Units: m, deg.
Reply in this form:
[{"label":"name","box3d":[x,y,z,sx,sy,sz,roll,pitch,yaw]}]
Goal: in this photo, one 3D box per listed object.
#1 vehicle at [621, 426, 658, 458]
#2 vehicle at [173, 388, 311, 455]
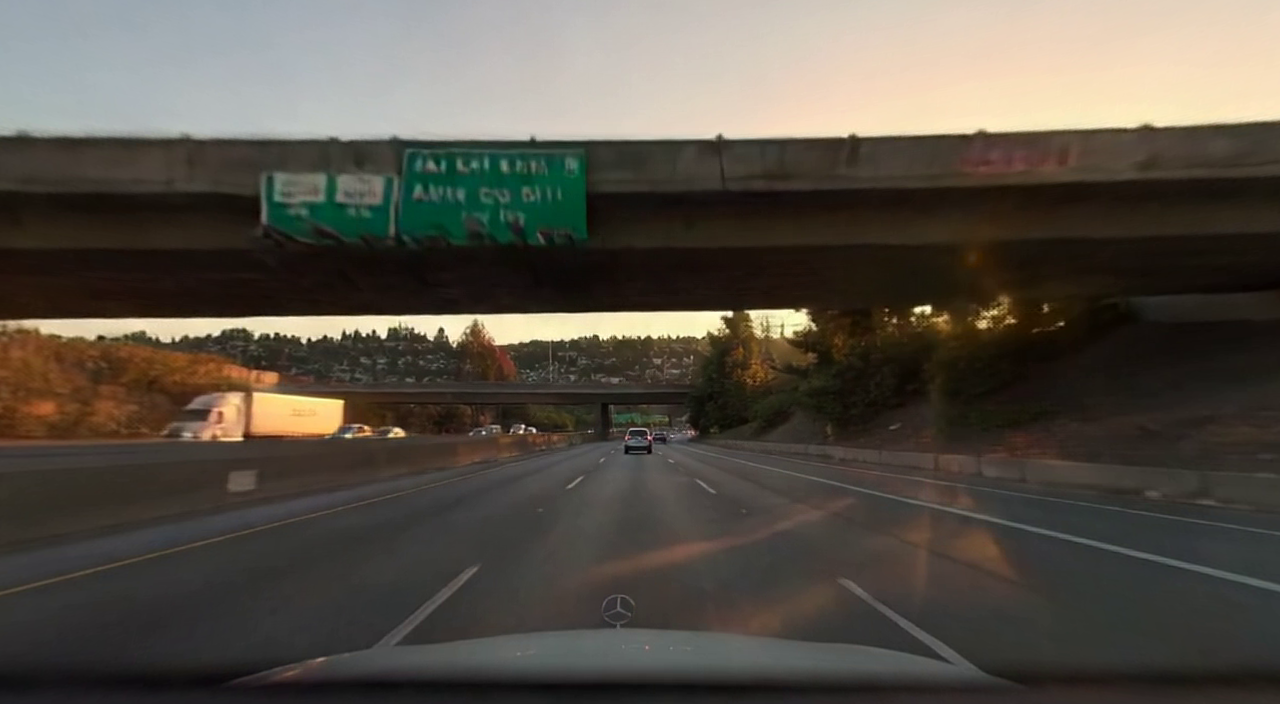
[{"label":"vehicle","box3d":[-0.089,5.768,40.590,2.277,1.913,4.510,0,-8,-1]},{"label":"vehicle","box3d":[-26.812,4.899,43.323,2.969,4.034,10.102,0,-8,-1]}]
